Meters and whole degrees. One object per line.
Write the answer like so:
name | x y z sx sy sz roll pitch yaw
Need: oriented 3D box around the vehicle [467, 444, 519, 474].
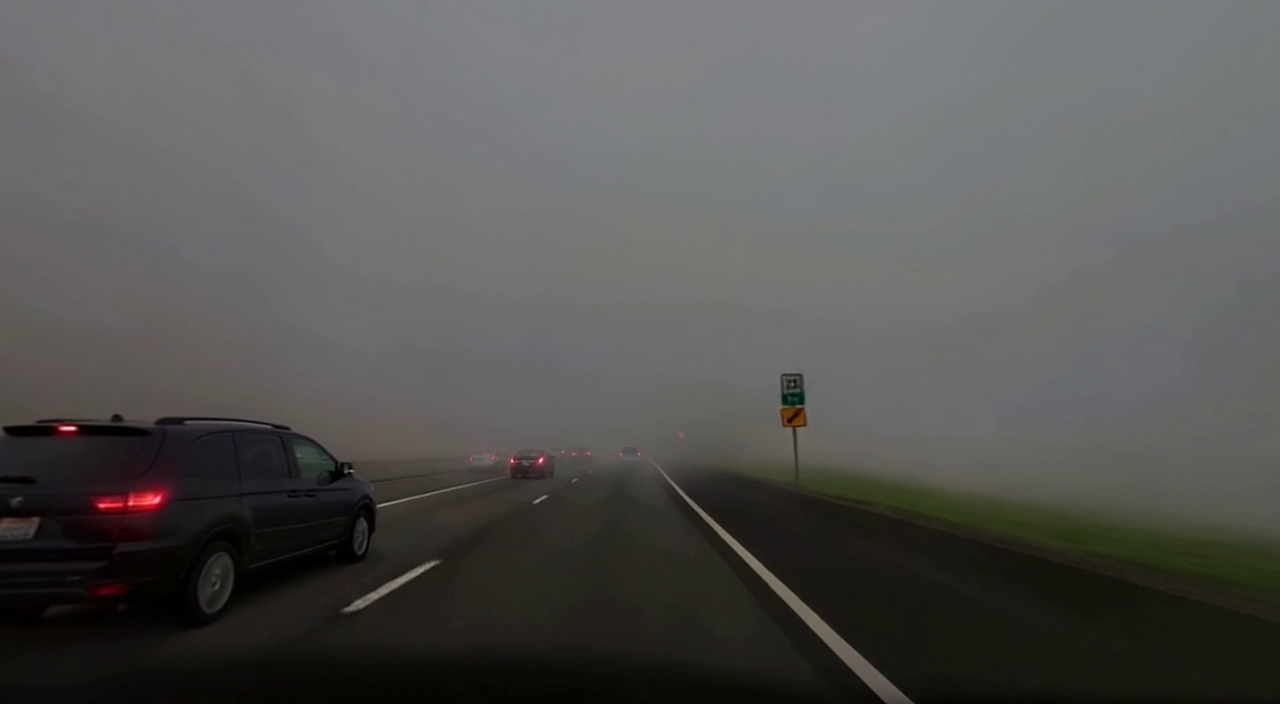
vehicle | -7.980 5.838 34.353 1.936 1.516 3.904 0 -9 0

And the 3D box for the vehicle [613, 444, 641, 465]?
vehicle | -0.931 7.557 46.244 2.023 1.479 3.718 0 -9 0

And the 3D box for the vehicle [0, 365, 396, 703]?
vehicle | -4.127 1.309 5.567 2.074 1.779 4.588 0 -9 0

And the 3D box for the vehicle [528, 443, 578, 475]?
vehicle | -4.307 5.383 31.672 1.988 1.477 4.118 0 -9 -1

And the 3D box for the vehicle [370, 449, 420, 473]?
vehicle | -16.714 7.422 42.952 1.811 1.554 3.985 -1 -9 0
